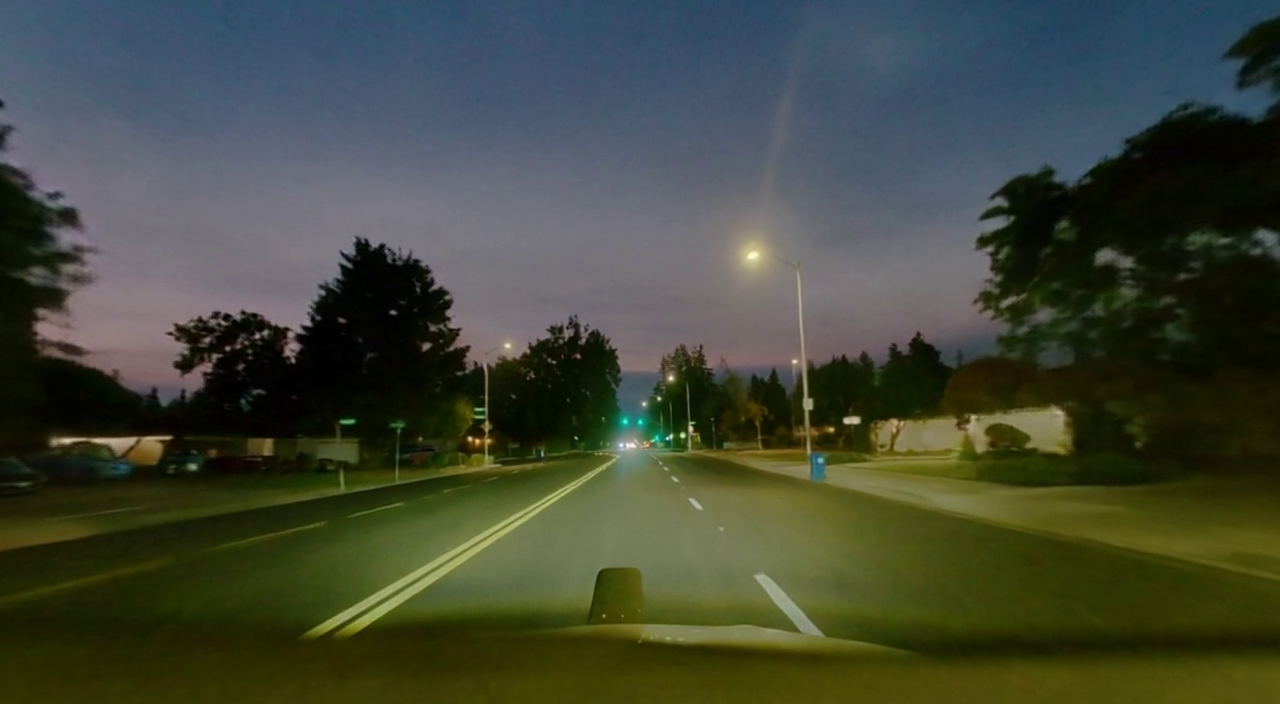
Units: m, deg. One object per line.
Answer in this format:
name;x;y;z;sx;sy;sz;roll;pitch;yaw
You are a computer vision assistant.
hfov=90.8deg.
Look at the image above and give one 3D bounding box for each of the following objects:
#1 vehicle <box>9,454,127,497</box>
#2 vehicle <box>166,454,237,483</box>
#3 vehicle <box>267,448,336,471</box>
vehicle;-23.469;5.005;25.918;4.584;1.562;2.091;-5;-10;29
vehicle;-28.366;7.484;40.830;4.425;1.570;1.959;-4;-8;30
vehicle;-23.741;7.522;44.209;4.791;1.421;1.985;-4;-10;31
